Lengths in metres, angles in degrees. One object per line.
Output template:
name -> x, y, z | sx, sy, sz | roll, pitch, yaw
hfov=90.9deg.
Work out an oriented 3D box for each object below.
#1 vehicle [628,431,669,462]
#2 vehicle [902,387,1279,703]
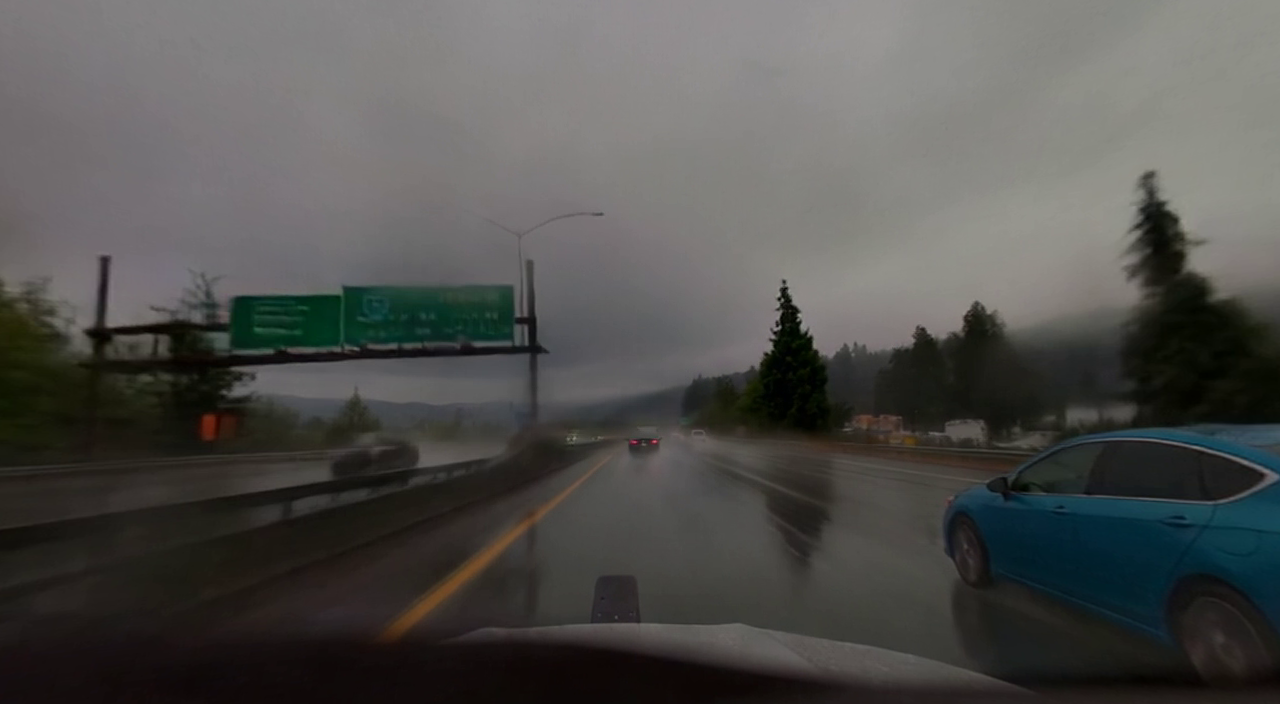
vehicle -> 0.387, 4.972, 33.410 | 2.046, 1.526, 3.903 | 0, -8, -1
vehicle -> 3.608, 1.064, 3.885 | 1.981, 1.467, 4.459 | 0, -8, -1
